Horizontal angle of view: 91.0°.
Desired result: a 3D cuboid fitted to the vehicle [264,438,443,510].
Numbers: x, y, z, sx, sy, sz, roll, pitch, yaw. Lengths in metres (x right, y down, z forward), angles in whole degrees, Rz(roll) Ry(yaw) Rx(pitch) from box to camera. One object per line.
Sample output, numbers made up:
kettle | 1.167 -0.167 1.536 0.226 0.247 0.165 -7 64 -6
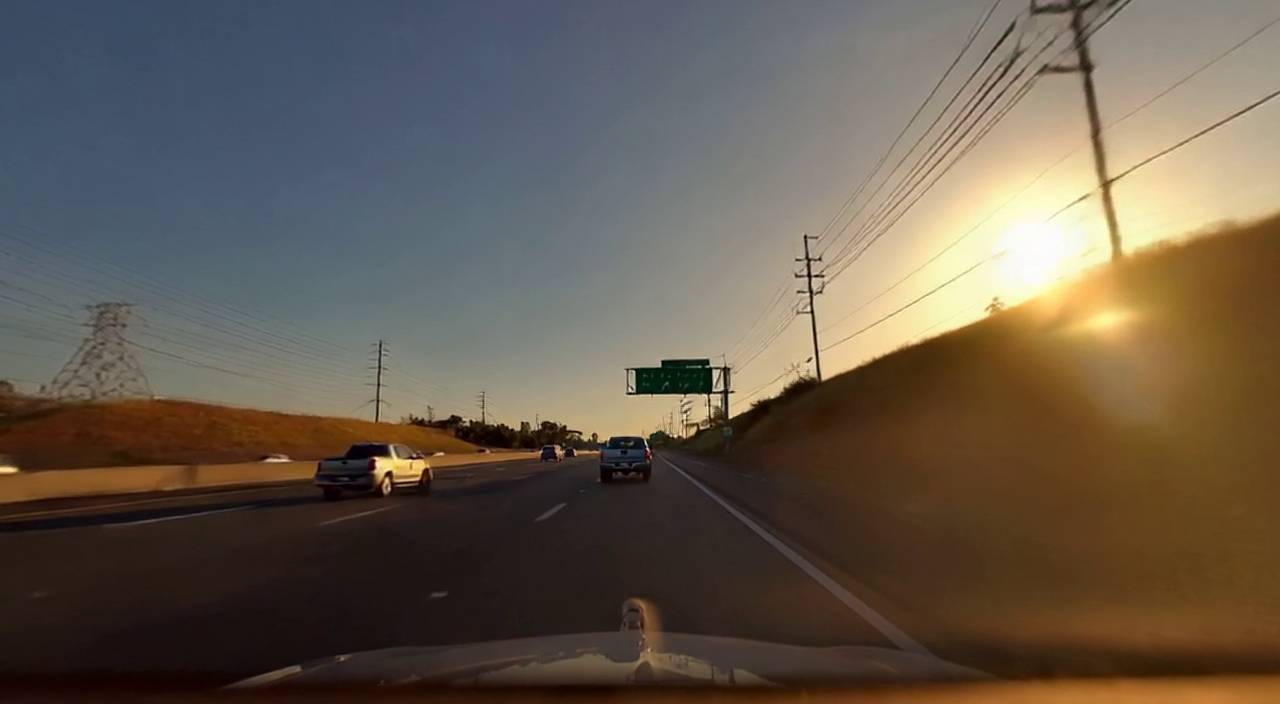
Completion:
vehicle | -7.143 3.085 16.520 2.189 1.553 5.202 0 -8 1

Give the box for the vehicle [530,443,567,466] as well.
vehicle | -6.996 7.860 48.478 2.055 1.618 4.457 0 -8 1

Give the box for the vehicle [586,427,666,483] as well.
vehicle | -0.532 4.315 26.651 2.972 2.087 6.126 0 -8 0
